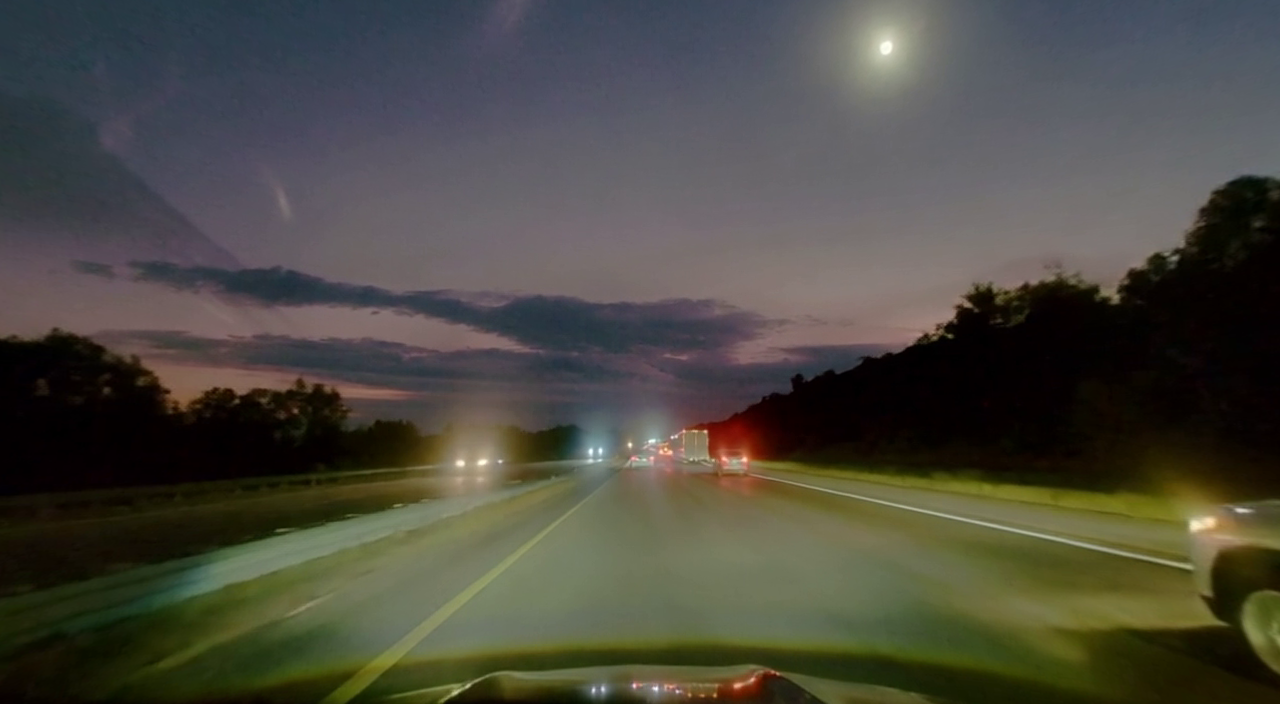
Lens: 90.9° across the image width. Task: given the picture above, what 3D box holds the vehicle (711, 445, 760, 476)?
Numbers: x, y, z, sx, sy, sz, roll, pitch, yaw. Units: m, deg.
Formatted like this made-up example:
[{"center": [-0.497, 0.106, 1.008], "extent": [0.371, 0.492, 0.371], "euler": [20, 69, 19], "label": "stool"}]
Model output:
[{"center": [5.002, 5.714, 33.414], "extent": [1.964, 1.513, 3.707], "euler": [0, -9, -1], "label": "vehicle"}]

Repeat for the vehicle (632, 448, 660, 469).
[{"center": [0.444, 7.880, 46.752], "extent": [1.991, 1.459, 3.769], "euler": [0, -9, 0], "label": "vehicle"}]

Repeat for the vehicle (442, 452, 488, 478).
[{"center": [-12.040, 7.773, 43.570], "extent": [1.952, 1.629, 4.189], "euler": [0, -9, 0], "label": "vehicle"}]

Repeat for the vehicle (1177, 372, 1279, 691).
[{"center": [4.219, 0.663, 1.641], "extent": [1.978, 1.604, 4.128], "euler": [0, -9, 1], "label": "vehicle"}]
